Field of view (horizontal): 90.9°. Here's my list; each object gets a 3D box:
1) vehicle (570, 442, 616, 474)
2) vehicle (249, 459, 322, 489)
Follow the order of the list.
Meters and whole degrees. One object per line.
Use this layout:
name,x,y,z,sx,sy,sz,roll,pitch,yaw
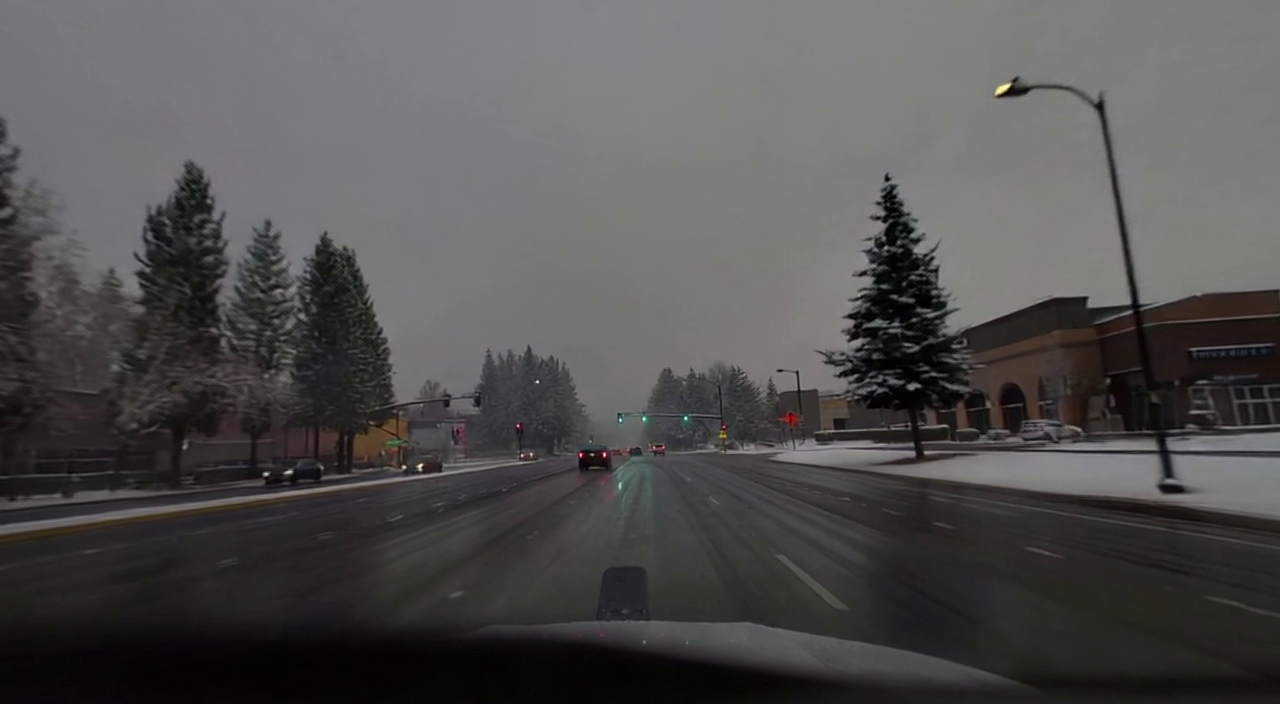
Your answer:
vehicle,-2.564,5.866,35.259,2.121,1.656,4.559,0,-8,1
vehicle,-24.026,8.285,42.982,2.005,1.791,4.989,0,-8,1
